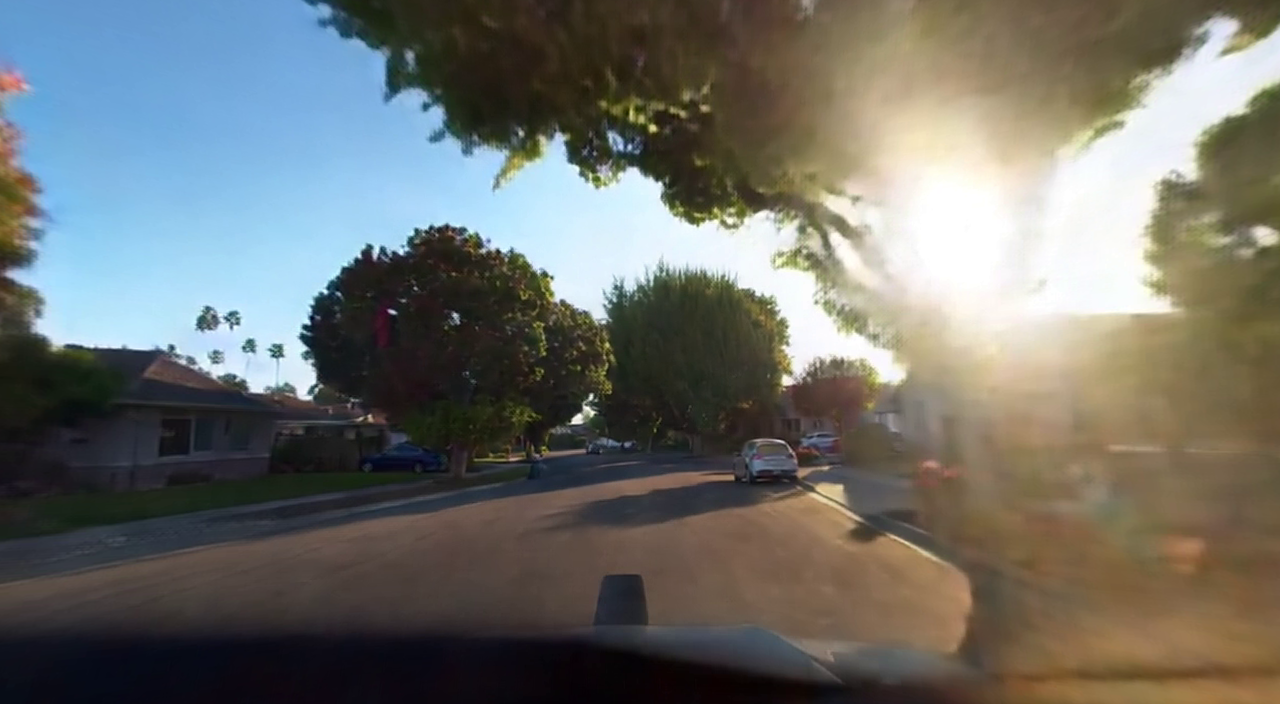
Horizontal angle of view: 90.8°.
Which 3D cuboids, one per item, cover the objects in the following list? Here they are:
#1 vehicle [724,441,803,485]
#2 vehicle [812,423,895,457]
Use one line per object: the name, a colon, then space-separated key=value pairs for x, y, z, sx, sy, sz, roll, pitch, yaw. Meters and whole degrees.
vehicle: x=4.679 y=4.297 z=24.654 sx=2.088 sy=1.522 sz=4.449 roll=0 pitch=-9 yaw=-1
vehicle: x=13.666 y=5.645 z=40.552 sx=4.421 sy=1.703 sz=1.927 roll=-5 pitch=-8 yaw=-6
